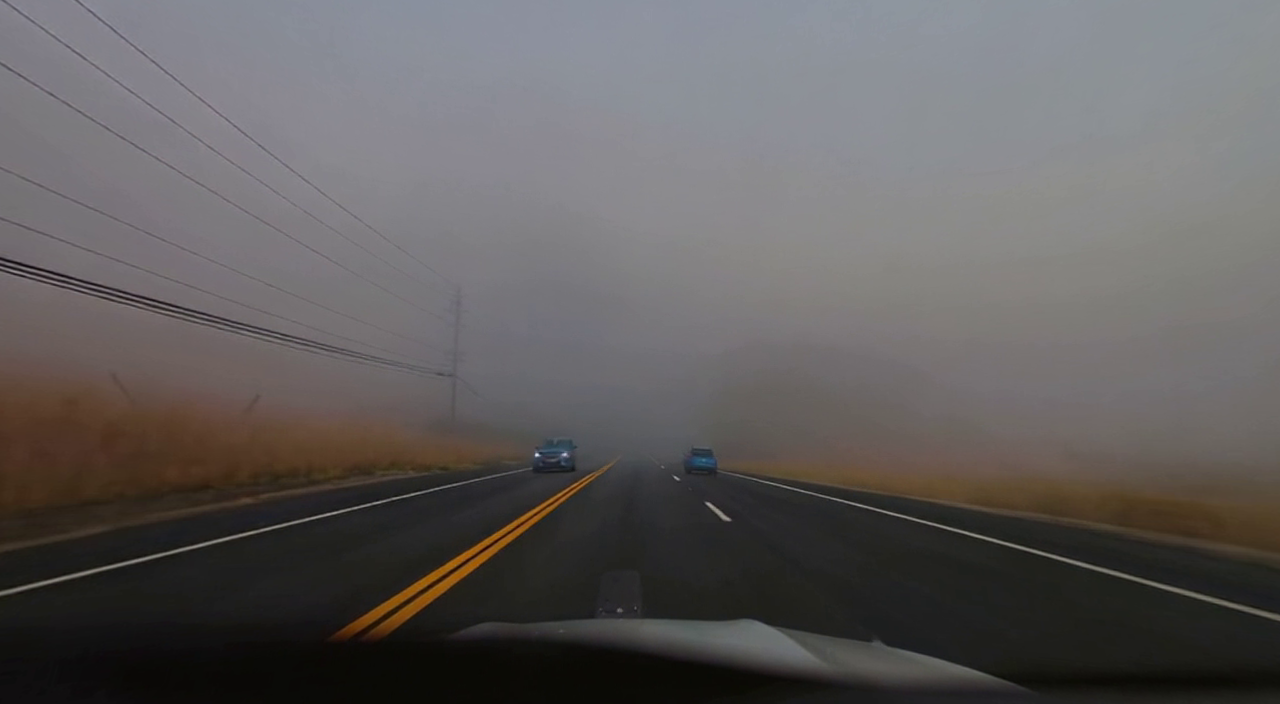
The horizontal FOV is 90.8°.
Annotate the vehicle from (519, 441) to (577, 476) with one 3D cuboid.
[{"bbox_3d":[-4.224,4.971,29.630,2.022,1.506,4.438,0,-9,0],"label":"vehicle"}]

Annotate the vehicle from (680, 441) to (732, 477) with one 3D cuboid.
[{"bbox_3d":[3.273,5.393,32.091,2.135,1.692,4.185,0,-9,-1],"label":"vehicle"}]
